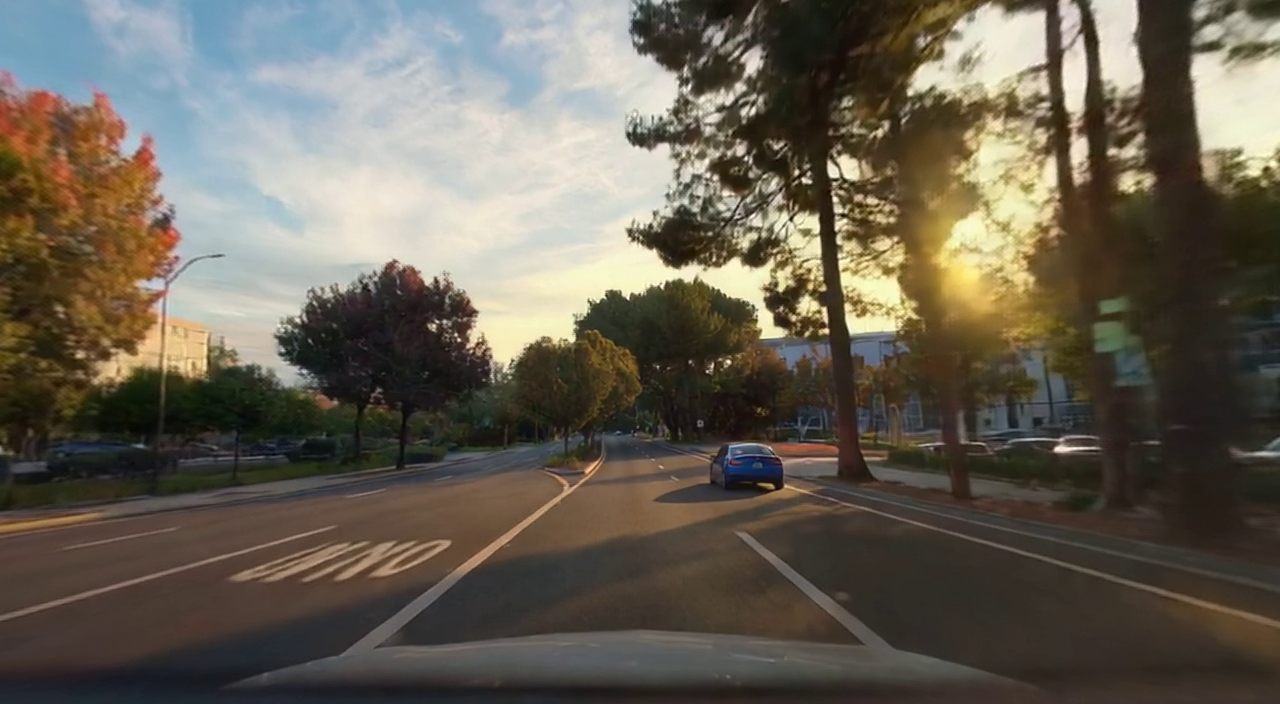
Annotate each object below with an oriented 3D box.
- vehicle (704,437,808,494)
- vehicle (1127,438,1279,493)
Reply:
[{"bbox_3d":[3.320,3.354,19.074,2.114,1.493,4.430,0,-8,-2],"label":"vehicle"},{"bbox_3d":[19.546,3.844,21.397,4.418,1.418,1.873,-4,-14,-2],"label":"vehicle"}]
